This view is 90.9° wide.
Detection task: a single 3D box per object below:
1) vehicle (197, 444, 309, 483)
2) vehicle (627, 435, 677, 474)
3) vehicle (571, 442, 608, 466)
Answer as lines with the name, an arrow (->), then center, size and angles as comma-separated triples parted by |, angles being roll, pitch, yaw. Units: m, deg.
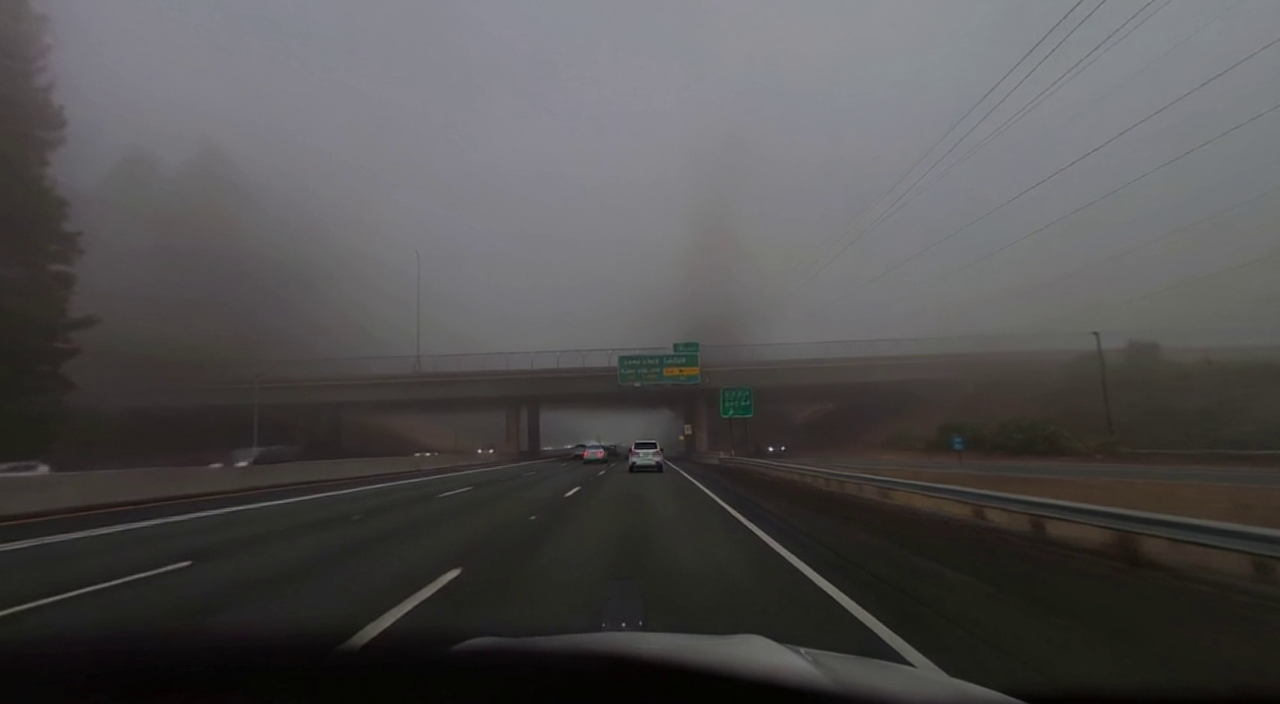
vehicle -> -17.134, 4.932, 28.270 | 1.903, 1.538, 4.866 | 0, -8, 0
vehicle -> 0.535, 4.783, 29.600 | 2.152, 1.697, 4.066 | 0, -8, 0
vehicle -> -3.278, 6.783, 42.129 | 2.056, 1.464, 4.564 | 0, -8, 1
